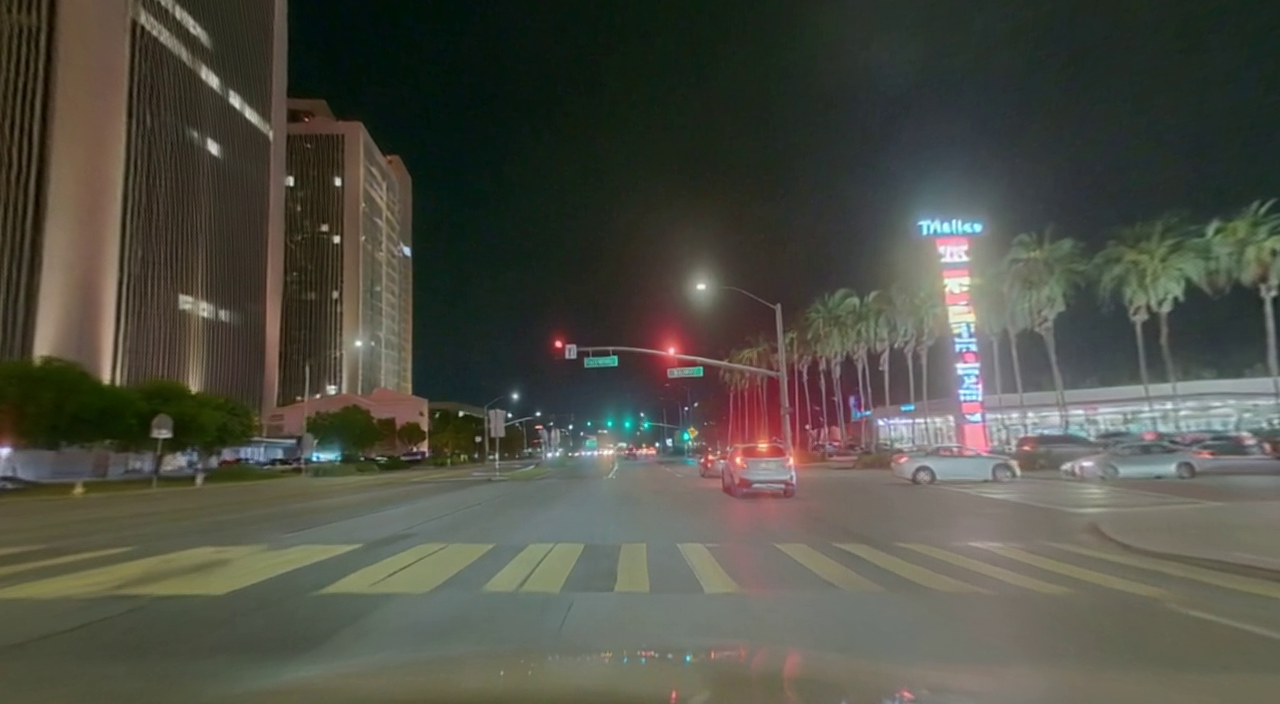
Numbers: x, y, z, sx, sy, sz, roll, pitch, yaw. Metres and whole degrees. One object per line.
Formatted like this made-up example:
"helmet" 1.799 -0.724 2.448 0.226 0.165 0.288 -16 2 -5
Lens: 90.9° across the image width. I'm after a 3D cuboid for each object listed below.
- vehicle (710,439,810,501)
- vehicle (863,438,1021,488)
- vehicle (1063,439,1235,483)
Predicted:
"vehicle" 3.247 3.280 17.937 1.931 1.534 4.126 0 -8 -1
"vehicle" 10.562 3.893 22.325 4.448 1.640 2.160 0 -8 -1
"vehicle" 18.379 3.938 22.940 4.462 1.474 2.083 0 -8 -1
